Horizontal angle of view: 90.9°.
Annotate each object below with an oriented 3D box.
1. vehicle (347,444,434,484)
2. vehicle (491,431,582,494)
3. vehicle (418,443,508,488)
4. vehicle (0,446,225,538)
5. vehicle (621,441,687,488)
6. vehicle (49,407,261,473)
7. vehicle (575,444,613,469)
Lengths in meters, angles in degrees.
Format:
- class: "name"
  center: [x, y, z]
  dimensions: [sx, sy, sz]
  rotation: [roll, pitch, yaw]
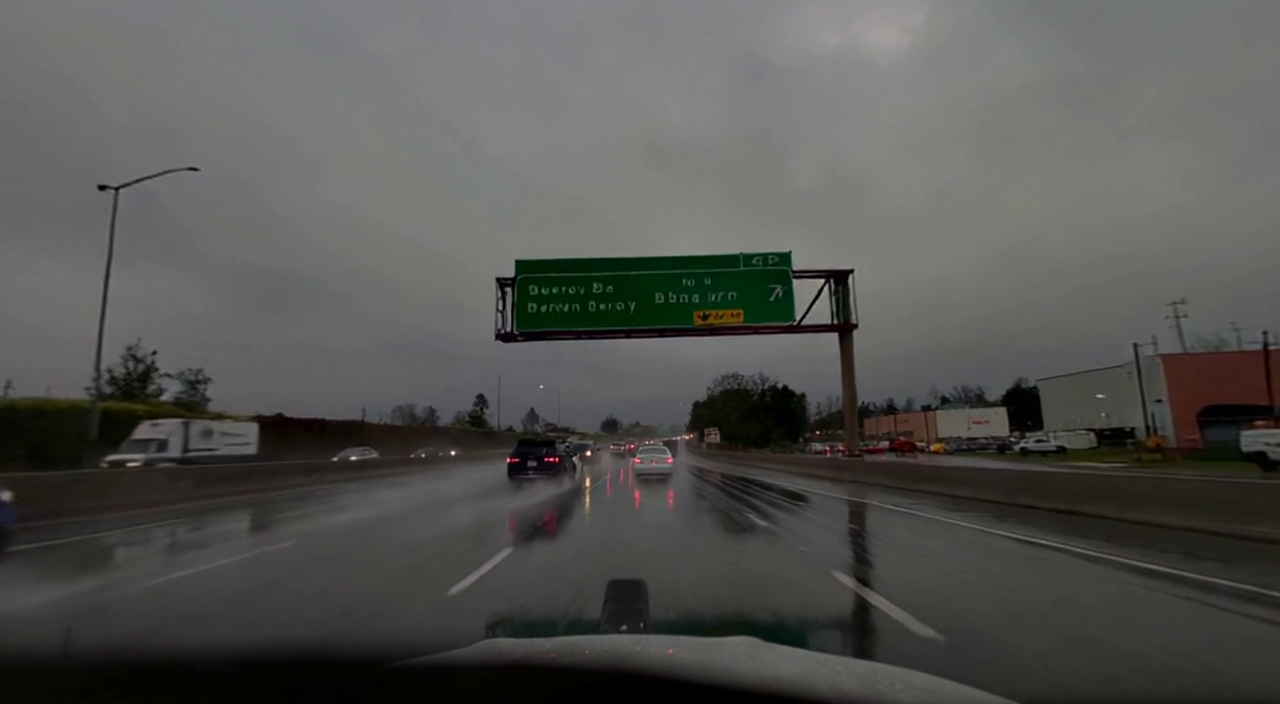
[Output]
- class: "vehicle"
  center: [-10.137, 4.541, 25.977]
  dimensions: [1.861, 1.495, 4.007]
  rotation: [0, -8, 1]
- class: "vehicle"
  center: [-3.084, 3.396, 19.734]
  dimensions: [2.007, 1.730, 4.412]
  rotation: [0, -8, 1]
- class: "vehicle"
  center: [-6.329, 4.094, 23.133]
  dimensions: [1.933, 1.439, 4.441]
  rotation: [0, -8, 1]
- class: "vehicle"
  center: [-10.030, 2.474, 11.821]
  dimensions: [1.774, 1.408, 3.917]
  rotation: [0, -8, 1]
- class: "vehicle"
  center: [0.465, 3.875, 22.142]
  dimensions: [2.090, 1.474, 3.970]
  rotation: [0, -8, 1]
- class: "vehicle"
  center: [-26.721, 5.075, 35.996]
  dimensions: [2.965, 3.126, 11.235]
  rotation: [0, -8, 1]
- class: "vehicle"
  center: [-2.916, 6.771, 40.992]
  dimensions: [2.048, 1.497, 4.466]
  rotation: [0, -8, 2]
